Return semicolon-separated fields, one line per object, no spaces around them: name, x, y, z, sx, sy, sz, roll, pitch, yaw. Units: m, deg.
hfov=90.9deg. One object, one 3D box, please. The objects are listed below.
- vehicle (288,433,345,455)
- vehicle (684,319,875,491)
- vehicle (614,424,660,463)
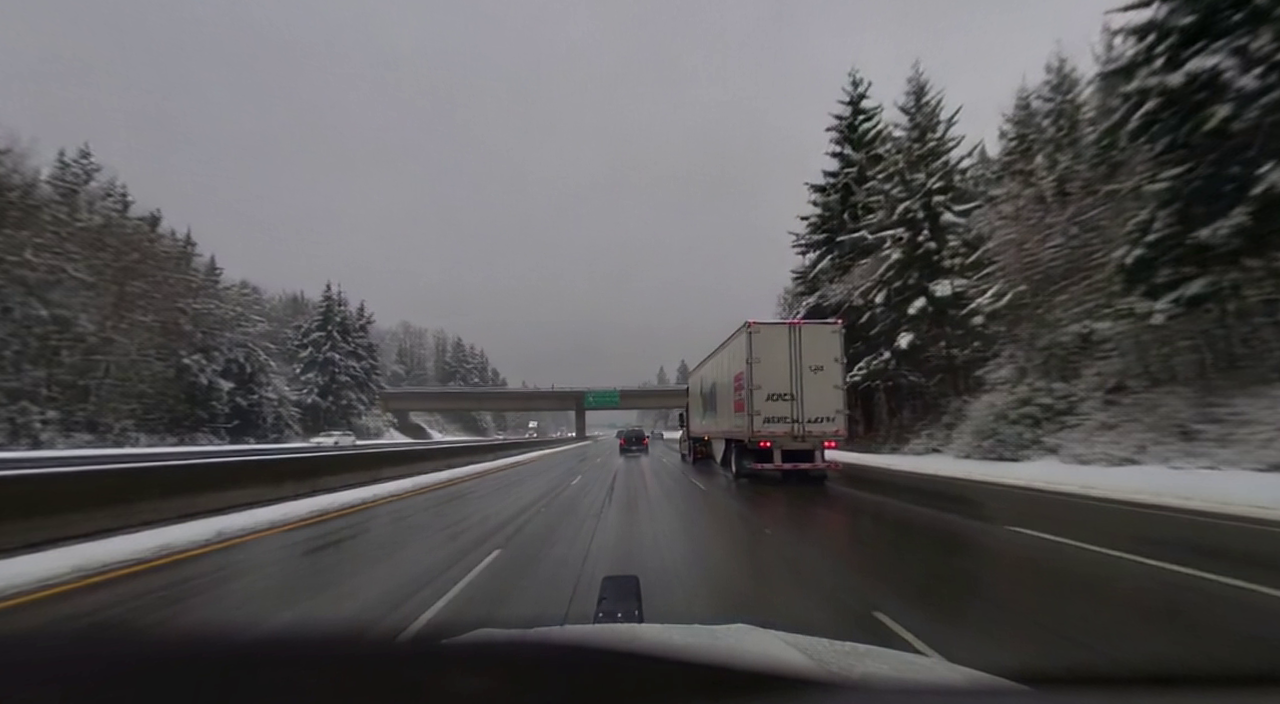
vehicle;-23.292;6.599;45.505;1.866;1.516;4.226;0;-8;0
vehicle;3.756;2.145;21.864;2.987;4.021;14.105;0;-8;-2
vehicle;-0.222;4.813;33.379;2.277;1.913;4.510;0;-8;-1
